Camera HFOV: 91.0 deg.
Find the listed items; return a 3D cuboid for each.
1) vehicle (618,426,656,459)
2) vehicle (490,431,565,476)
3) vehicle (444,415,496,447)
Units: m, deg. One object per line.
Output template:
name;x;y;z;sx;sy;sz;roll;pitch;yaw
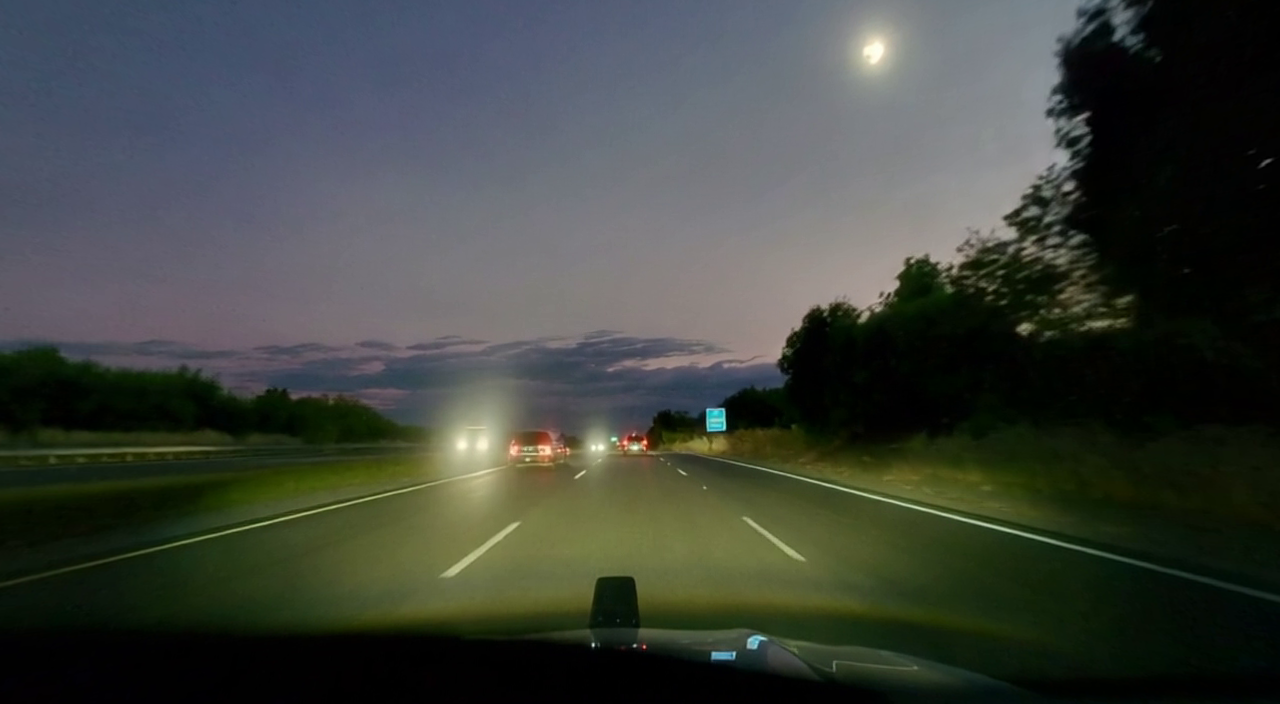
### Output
vehicle;-0.215;5.646;39.401;2.223;1.957;4.416;0;-8;-1
vehicle;-4.160;3.813;23.960;2.062;1.567;4.117;0;-8;0
vehicle;-13.259;6.248;49.530;2.474;2.352;5.794;0;-8;0
